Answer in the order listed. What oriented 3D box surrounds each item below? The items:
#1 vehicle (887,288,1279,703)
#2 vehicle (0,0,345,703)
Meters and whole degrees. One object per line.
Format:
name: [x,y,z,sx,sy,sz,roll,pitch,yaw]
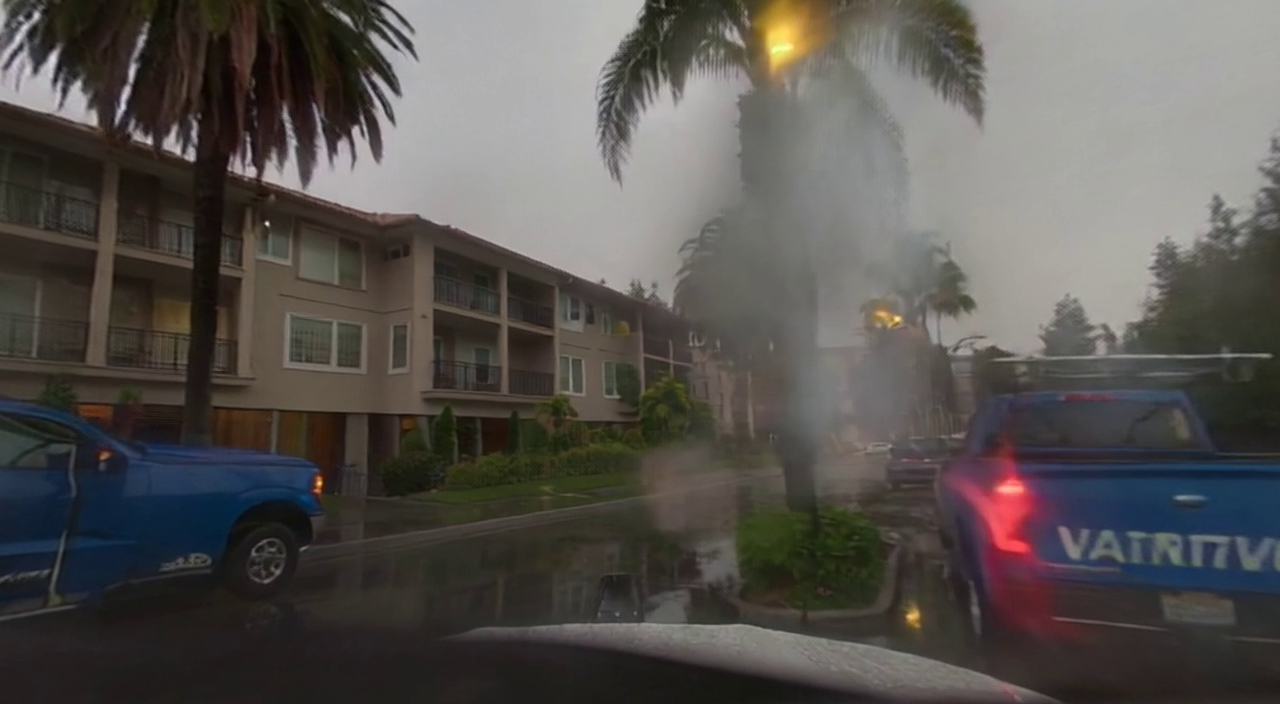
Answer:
vehicle: [3.663,1.160,5.725,2.418,2.078,5.866,-3,-9,20]
vehicle: [-5.949,-0.425,0.701,2.998,3.659,10.517,-4,-10,25]
